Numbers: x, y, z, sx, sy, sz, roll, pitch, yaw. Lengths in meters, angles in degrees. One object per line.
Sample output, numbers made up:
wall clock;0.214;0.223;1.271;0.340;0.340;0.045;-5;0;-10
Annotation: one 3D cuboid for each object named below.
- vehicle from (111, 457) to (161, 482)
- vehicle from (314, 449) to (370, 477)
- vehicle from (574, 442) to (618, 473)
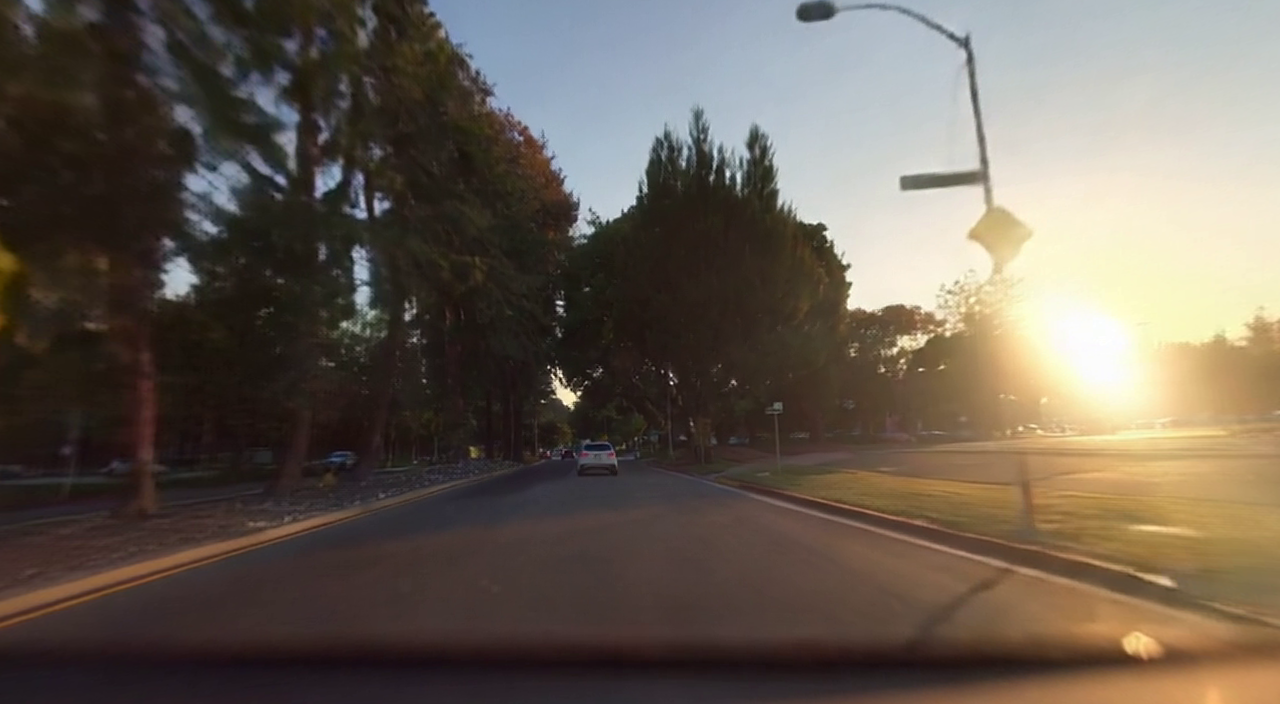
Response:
vehicle;-34.724;8.052;43.611;1.809;1.551;4.352;4;-10;-27
vehicle;-21.846;8.123;46.537;2.109;1.858;5.253;1;-9;-7
vehicle;-2.265;5.459;32.969;2.142;1.501;4.273;0;-9;-4
